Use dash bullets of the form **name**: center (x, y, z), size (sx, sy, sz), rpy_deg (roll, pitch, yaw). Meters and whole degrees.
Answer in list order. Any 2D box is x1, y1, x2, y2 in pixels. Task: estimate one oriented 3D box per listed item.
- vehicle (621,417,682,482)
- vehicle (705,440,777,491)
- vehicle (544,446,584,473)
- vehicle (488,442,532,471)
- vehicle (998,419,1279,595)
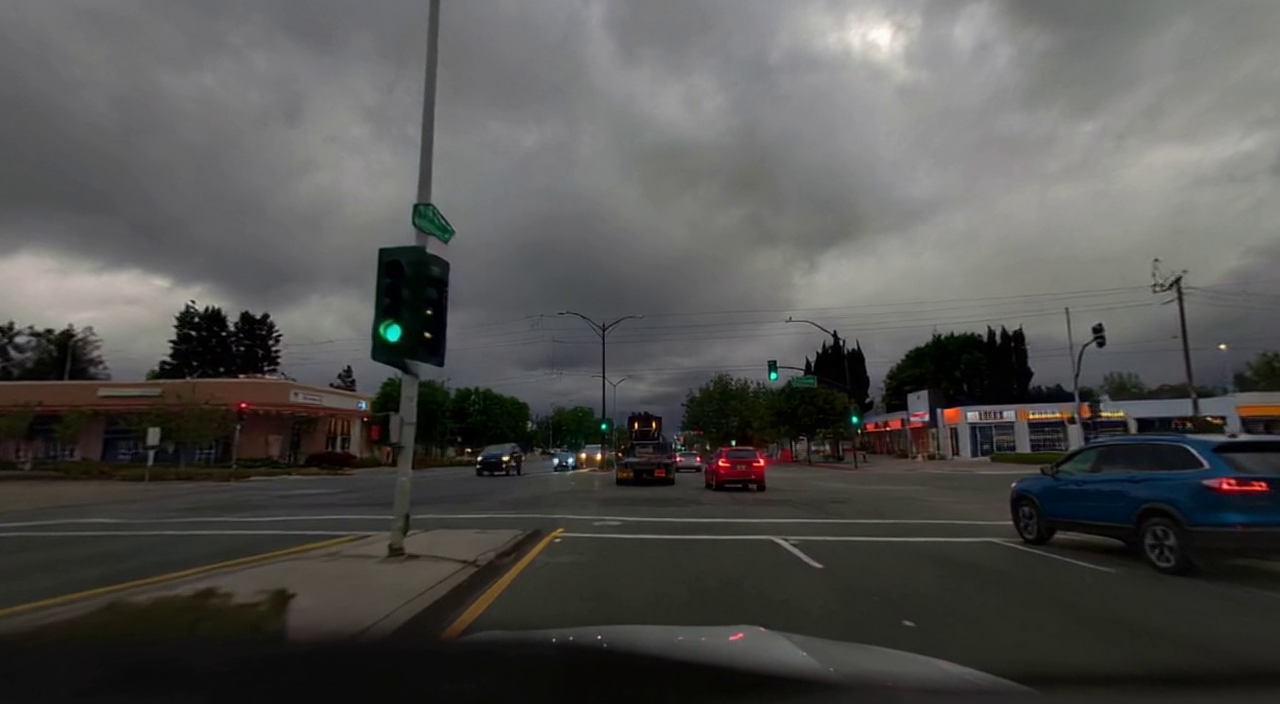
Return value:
- **vehicle**: center (0.478, 4.088, 26.572), size (2.370, 2.518, 3.858), rpy_deg (0, -8, 1)
- **vehicle**: center (3.761, 4.291, 24.244), size (2.025, 1.754, 4.311), rpy_deg (0, -9, 0)
- **vehicle**: center (-4.558, 6.545, 38.531), size (2.001, 1.518, 4.316), rpy_deg (0, -9, -1)
- **vehicle**: center (-8.804, 7.113, 43.046), size (2.020, 1.864, 4.634), rpy_deg (0, -9, 0)
- **vehicle**: center (7.102, 1.850, 8.426), size (1.982, 1.698, 4.408), rpy_deg (0, -9, 0)
